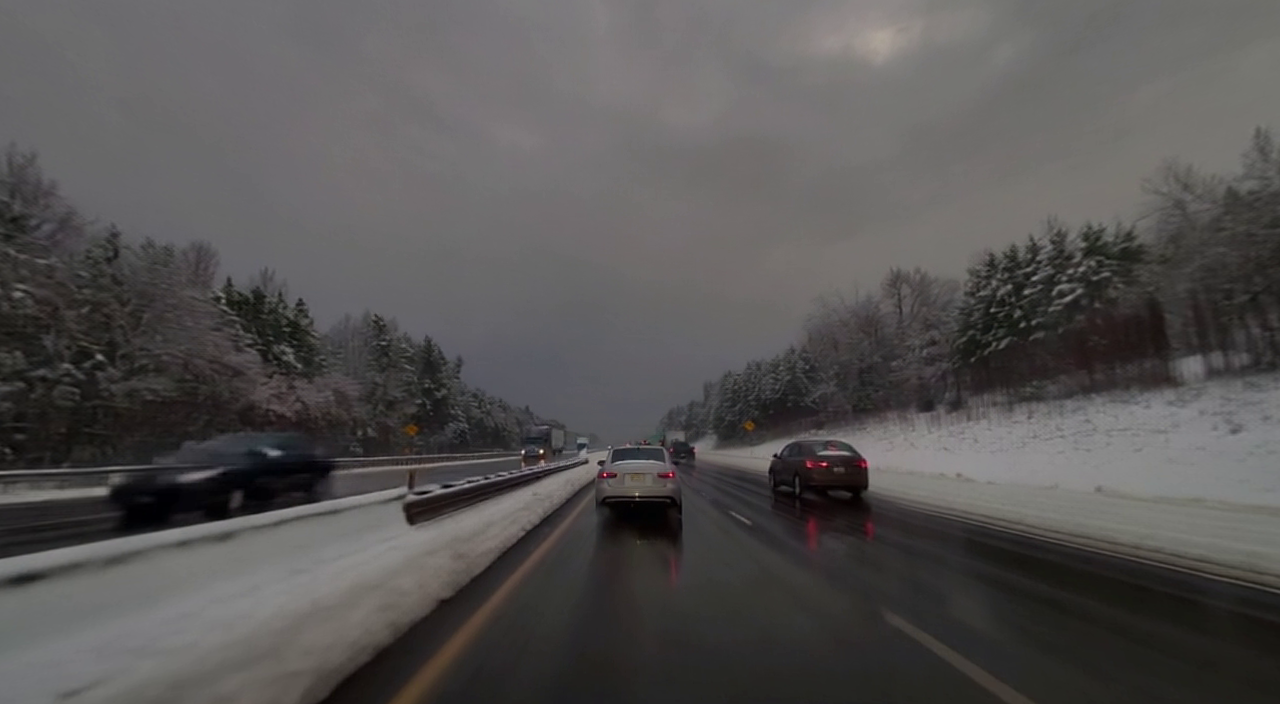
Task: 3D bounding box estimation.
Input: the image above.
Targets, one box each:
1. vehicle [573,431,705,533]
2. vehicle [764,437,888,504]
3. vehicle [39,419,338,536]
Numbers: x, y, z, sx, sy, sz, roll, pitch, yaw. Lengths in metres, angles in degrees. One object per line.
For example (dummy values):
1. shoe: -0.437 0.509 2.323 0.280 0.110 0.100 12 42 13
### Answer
1. vehicle: -0.060 2.349 11.848 2.088 1.580 3.657 0 -9 -1
2. vehicle: 4.648 3.013 16.377 1.931 1.516 3.995 0 -9 -1
3. vehicle: -8.639 2.446 12.923 2.178 1.875 5.264 0 -9 0
